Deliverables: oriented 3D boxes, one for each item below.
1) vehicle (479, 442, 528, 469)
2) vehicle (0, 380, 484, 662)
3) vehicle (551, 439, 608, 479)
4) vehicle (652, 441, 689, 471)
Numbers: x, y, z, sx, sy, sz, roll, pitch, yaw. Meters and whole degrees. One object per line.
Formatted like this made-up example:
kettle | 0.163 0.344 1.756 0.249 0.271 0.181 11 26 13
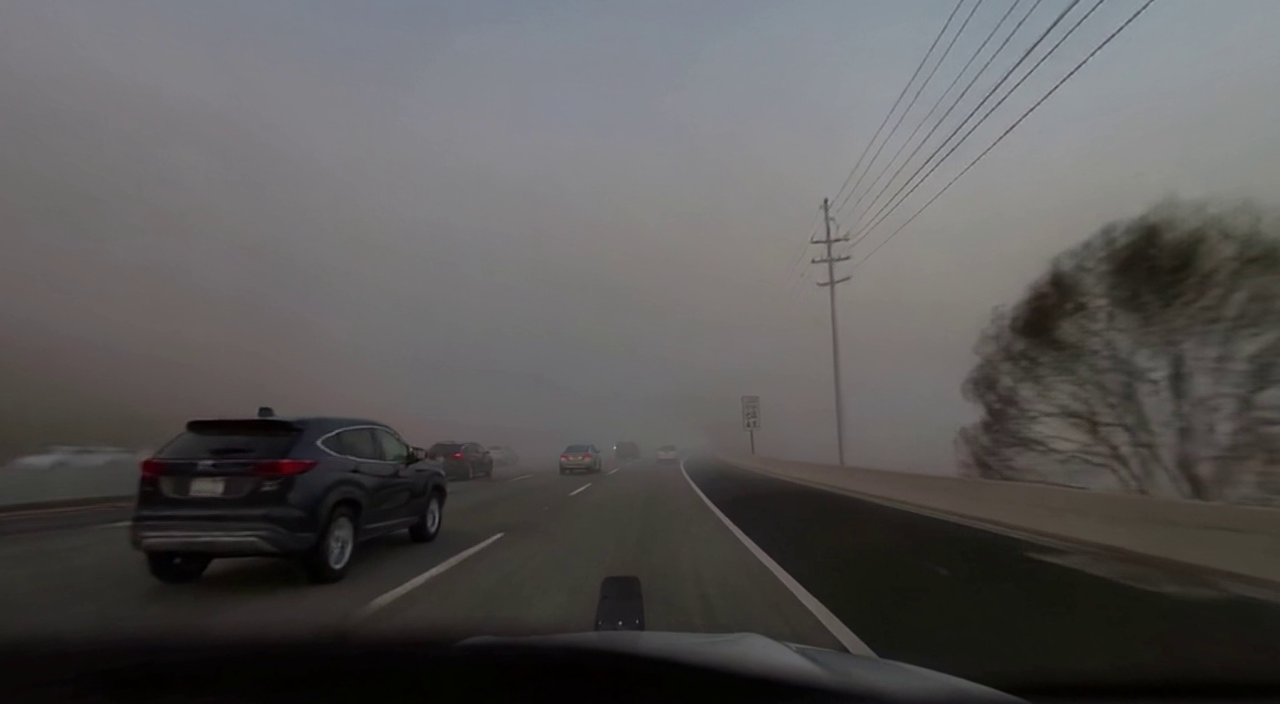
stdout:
vehicle | -9.409 7.155 43.719 2.097 1.722 4.981 -1 -9 3
vehicle | -3.428 1.465 6.597 2.202 1.801 4.959 0 -9 1
vehicle | -2.667 4.837 28.627 1.976 1.688 4.124 -1 -9 3
vehicle | 1.856 6.191 37.481 2.038 1.677 4.219 -1 -9 4
